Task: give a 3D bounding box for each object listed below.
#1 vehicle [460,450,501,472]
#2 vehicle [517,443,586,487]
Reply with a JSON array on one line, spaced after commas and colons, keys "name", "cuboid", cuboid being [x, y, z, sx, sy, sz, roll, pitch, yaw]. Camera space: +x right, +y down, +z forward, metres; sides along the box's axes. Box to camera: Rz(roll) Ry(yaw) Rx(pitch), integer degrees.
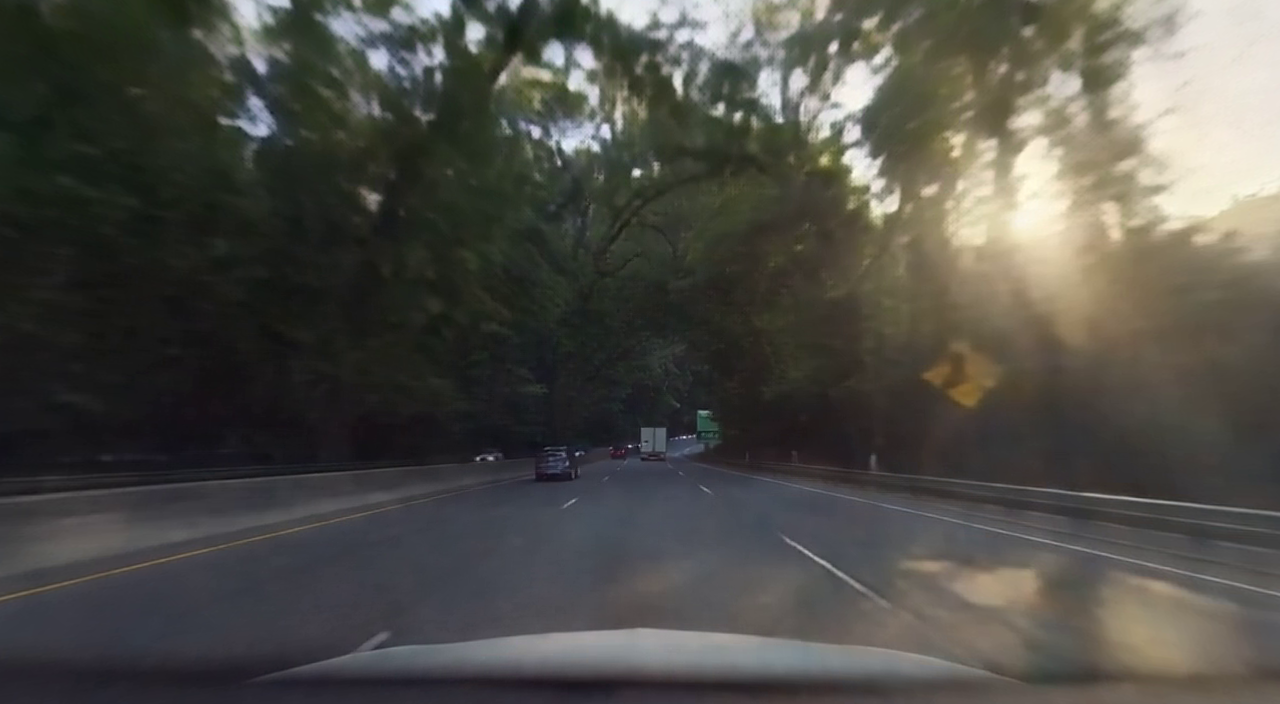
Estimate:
[{"name": "vehicle", "cuboid": [-12.074, 8.255, 48.045, 1.926, 1.566, 4.142, 0, -9, 2]}, {"name": "vehicle", "cuboid": [-3.418, 4.488, 25.280, 2.057, 1.618, 4.212, 0, -9, 1]}]
